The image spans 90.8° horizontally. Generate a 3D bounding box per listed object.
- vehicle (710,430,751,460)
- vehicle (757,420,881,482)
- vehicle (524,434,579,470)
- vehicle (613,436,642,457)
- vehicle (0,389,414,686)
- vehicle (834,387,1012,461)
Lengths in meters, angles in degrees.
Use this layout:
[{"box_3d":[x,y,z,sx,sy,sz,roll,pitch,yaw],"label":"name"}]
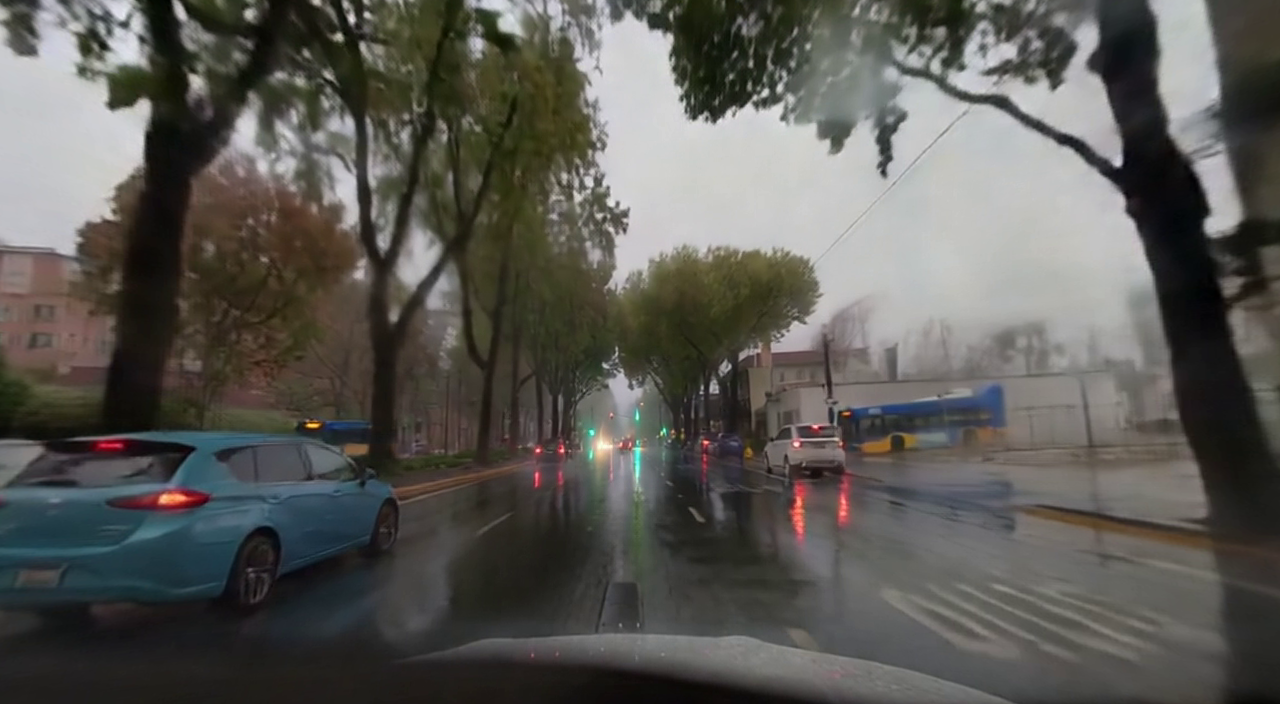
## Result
[{"box_3d":[5.842,6.042,41.225,1.945,1.829,4.305,0,-8,-2],"label":"vehicle"},{"box_3d":[5.876,3.385,21.785,2.390,1.816,6.050,0,-8,-1],"label":"vehicle"},{"box_3d":[-4.002,4.600,29.171,1.934,1.522,4.287,0,-8,0],"label":"vehicle"},{"box_3d":[-0.928,6.990,46.733,1.999,1.520,3.896,0,-8,-1],"label":"vehicle"},{"box_3d":[-3.779,1.276,5.532,1.995,1.524,4.438,0,-8,-1],"label":"vehicle"},{"box_3d":[14.789,3.805,33.495,7.722,2.908,3.067,-6,-7,-4],"label":"vehicle"}]
